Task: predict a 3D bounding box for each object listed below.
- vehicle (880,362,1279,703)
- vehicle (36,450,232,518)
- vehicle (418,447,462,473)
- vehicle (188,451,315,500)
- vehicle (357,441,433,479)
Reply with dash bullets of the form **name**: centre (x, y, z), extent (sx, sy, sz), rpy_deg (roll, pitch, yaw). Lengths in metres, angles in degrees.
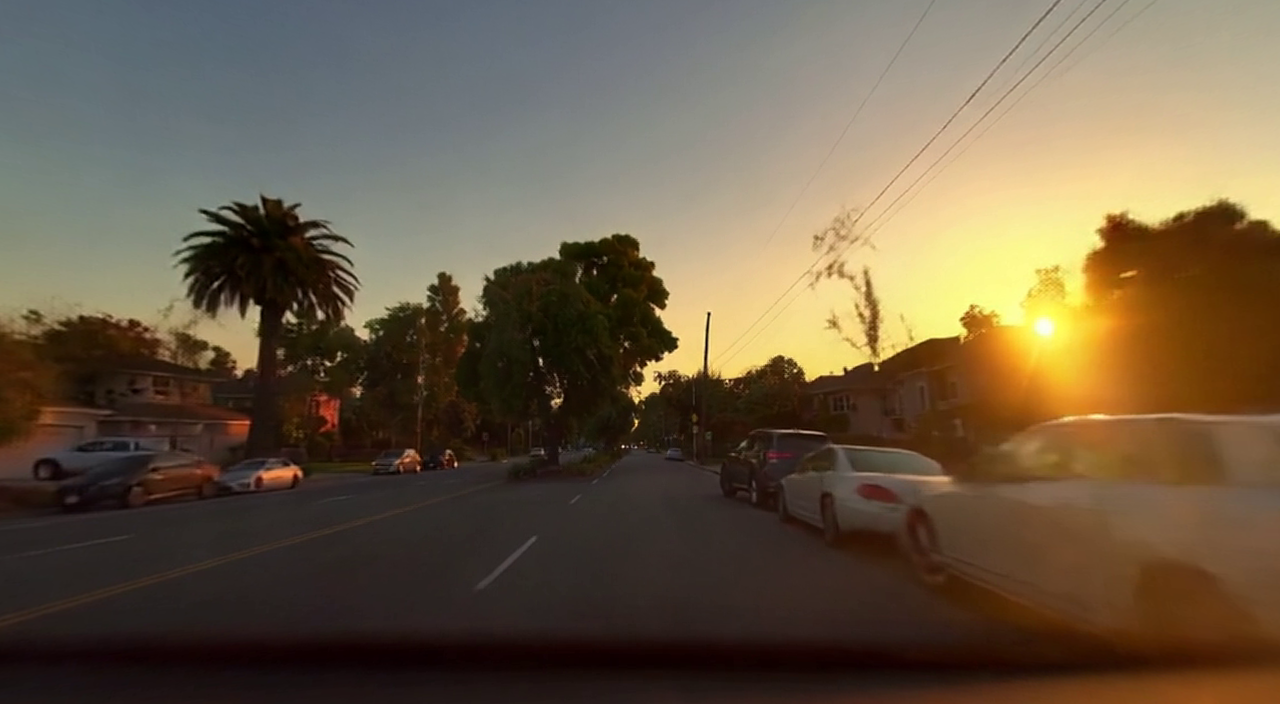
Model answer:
- **vehicle**: centre (3.679, 1.186, 4.559), extent (2.010, 1.696, 4.613), rpy_deg (0, -9, -1)
- **vehicle**: centre (-13.761, 3.559, 17.628), extent (1.970, 1.525, 4.420), rpy_deg (0, -7, -3)
- **vehicle**: centre (-14.397, 7.760, 45.707), extent (1.890, 1.568, 4.444), rpy_deg (-2, -7, -2)
- **vehicle**: centre (-13.891, 4.394, 22.924), extent (1.916, 1.459, 4.222), rpy_deg (-1, -8, 0)
- **vehicle**: centre (-14.145, 6.240, 36.923), extent (2.245, 1.904, 5.805), rpy_deg (-1, -7, -2)
